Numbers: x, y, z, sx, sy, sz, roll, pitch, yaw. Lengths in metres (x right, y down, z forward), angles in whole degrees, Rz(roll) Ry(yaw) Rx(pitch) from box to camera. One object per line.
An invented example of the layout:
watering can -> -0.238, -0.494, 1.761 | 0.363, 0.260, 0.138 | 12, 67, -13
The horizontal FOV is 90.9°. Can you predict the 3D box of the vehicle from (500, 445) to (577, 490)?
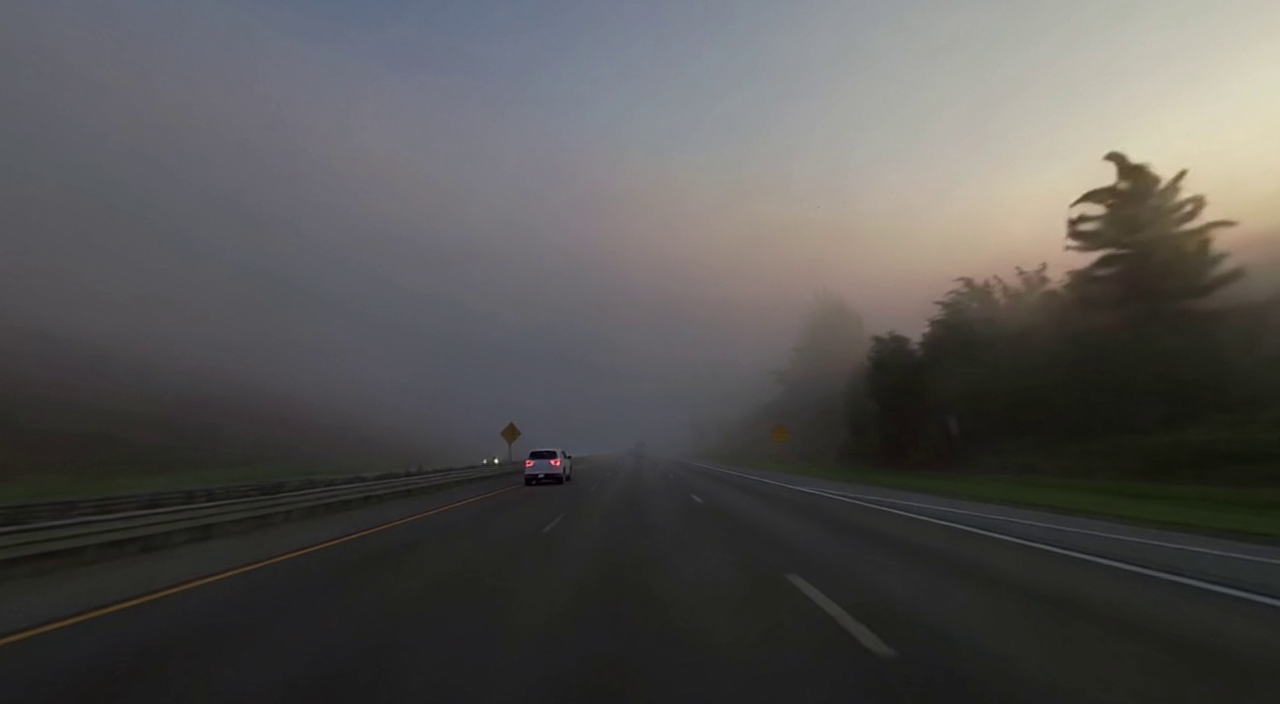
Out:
vehicle -> -3.631, 4.244, 23.476 | 2.054, 1.475, 4.708 | 0, -9, 0
